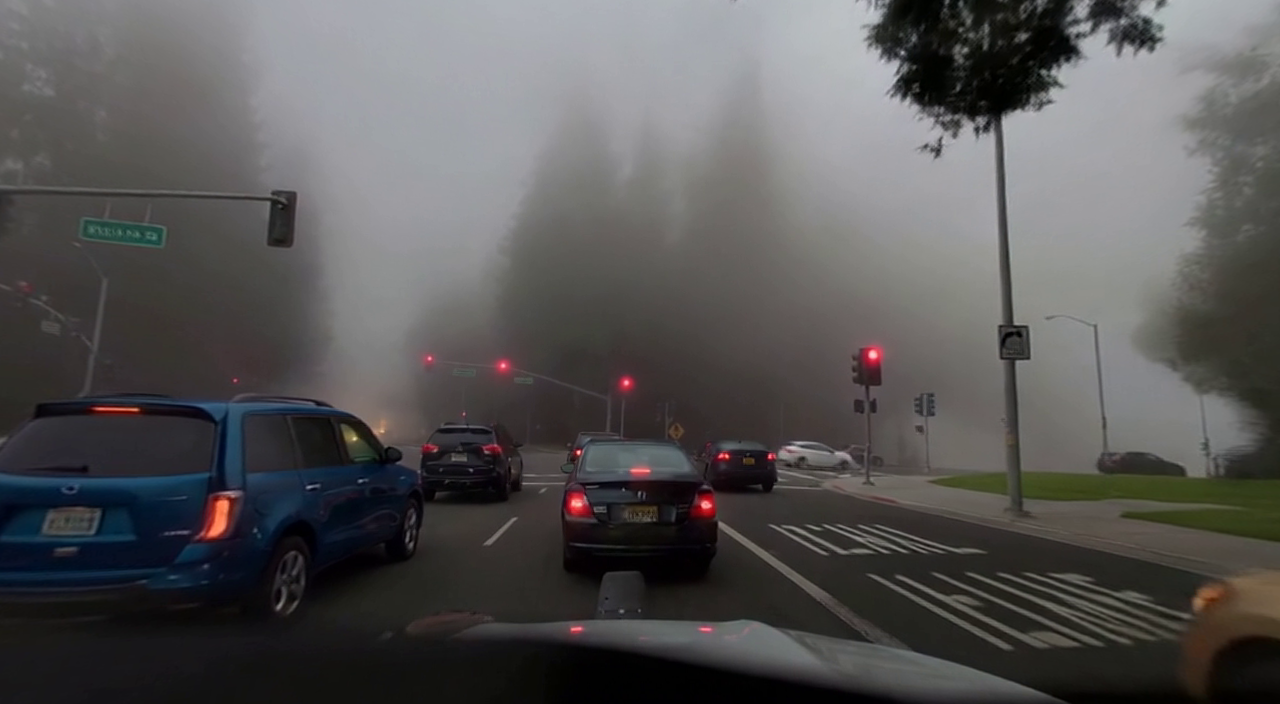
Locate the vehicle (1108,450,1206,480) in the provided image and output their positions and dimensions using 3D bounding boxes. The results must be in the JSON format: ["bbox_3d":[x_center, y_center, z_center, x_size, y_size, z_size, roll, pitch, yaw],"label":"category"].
[{"bbox_3d":[32.456,7.081,39.762,4.394,1.802,1.924,0,-8,1],"label":"vehicle"}]

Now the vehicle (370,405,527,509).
[{"bbox_3d":[-4.178,2.433,15.007,2.305,1.984,5.586,0,-8,-4],"label":"vehicle"}]

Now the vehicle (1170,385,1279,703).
[{"bbox_3d":[3.315,0.588,0.246,2.100,1.524,4.746,0,-8,0],"label":"vehicle"}]

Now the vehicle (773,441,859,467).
[{"bbox_3d":[10.721,6.212,38.674,4.609,1.513,1.861,1,-9,-7],"label":"vehicle"}]

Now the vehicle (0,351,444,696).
[{"bbox_3d":[-3.267,1.179,5.441,1.924,1.737,4.387,0,-8,-3],"label":"vehicle"}]

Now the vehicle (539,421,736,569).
[{"bbox_3d":[-0.169,1.778,8.703,2.001,1.483,4.442,0,-8,-4],"label":"vehicle"}]
